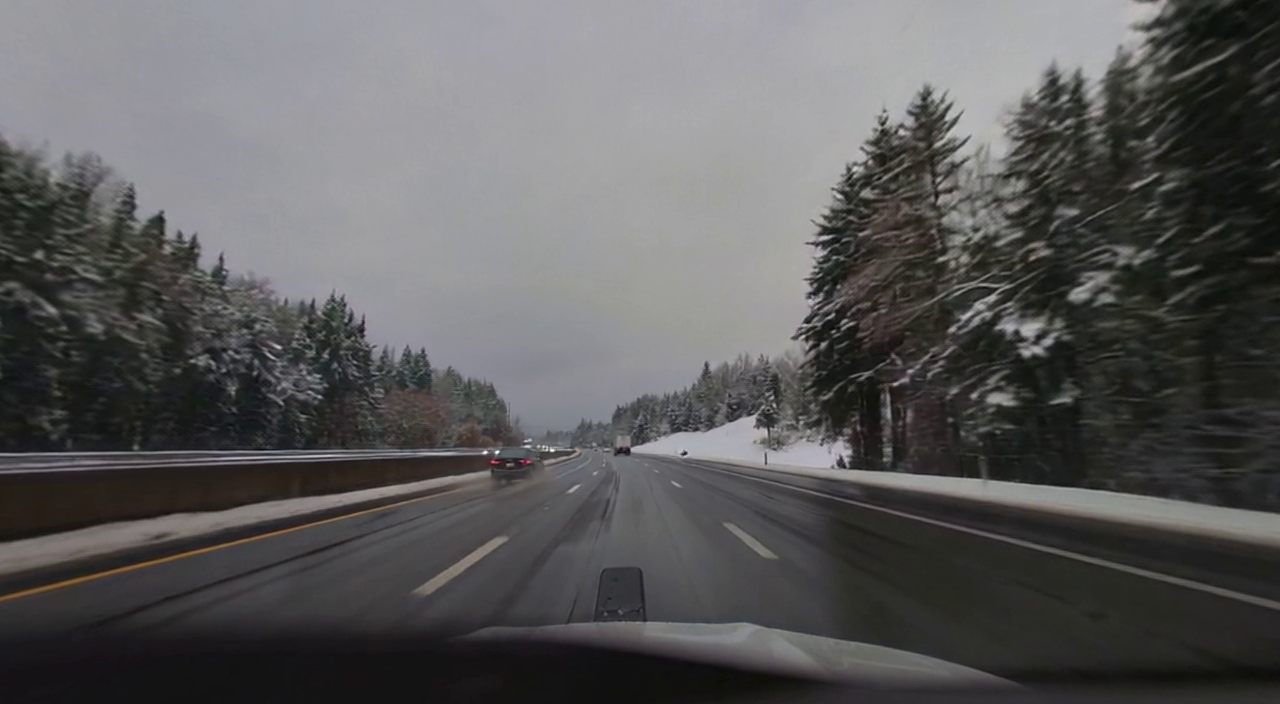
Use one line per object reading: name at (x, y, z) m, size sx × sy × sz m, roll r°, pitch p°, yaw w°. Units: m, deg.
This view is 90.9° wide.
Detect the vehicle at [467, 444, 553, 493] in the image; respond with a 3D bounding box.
vehicle at (-4.340, 3.964, 21.814) m, size 2.022 × 1.513 × 4.613 m, roll 0°, pitch -9°, yaw 0°
